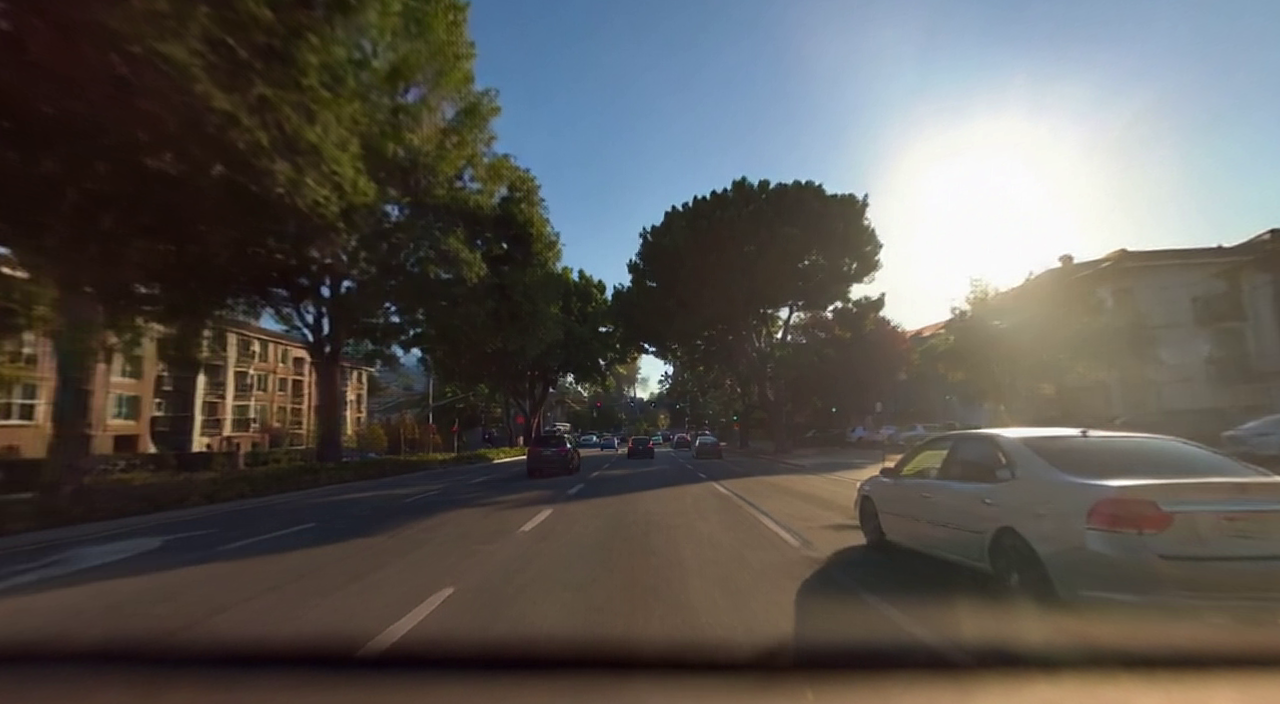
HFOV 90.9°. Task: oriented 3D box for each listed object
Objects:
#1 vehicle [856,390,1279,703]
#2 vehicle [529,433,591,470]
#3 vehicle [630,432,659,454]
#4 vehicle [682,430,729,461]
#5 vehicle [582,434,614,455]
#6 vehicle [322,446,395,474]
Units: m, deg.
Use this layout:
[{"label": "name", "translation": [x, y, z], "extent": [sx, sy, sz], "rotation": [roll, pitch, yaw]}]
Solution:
[{"label": "vehicle", "translation": [3.688, 1.266, 5.321], "extent": [2.128, 1.502, 4.572], "rotation": [0, -8, 1]}, {"label": "vehicle", "translation": [-3.462, 4.416, 28.152], "extent": [2.049, 1.485, 4.656], "rotation": [0, -8, 2]}, {"label": "vehicle", "translation": [0.335, 7.013, 48.598], "extent": [2.110, 1.662, 4.262], "rotation": [0, -8, 0]}, {"label": "vehicle", "translation": [3.600, 5.249, 35.450], "extent": [2.137, 1.646, 4.488], "rotation": [0, -8, -1]}, {"label": "vehicle", "translation": [-3.145, 7.096, 48.328], "extent": [1.997, 1.479, 4.547], "rotation": [0, -8, 2]}, {"label": "vehicle", "translation": [-15.612, 5.998, 35.233], "extent": [1.901, 1.438, 4.557], "rotation": [0, -8, 1]}]
